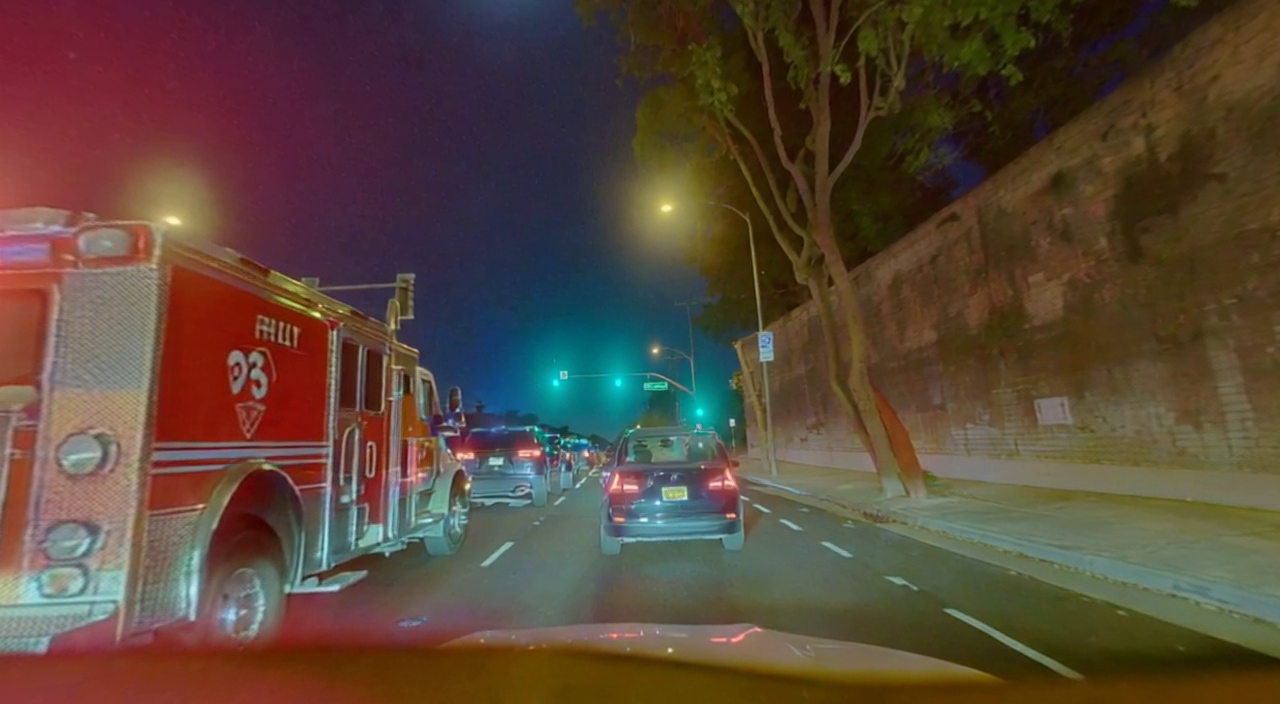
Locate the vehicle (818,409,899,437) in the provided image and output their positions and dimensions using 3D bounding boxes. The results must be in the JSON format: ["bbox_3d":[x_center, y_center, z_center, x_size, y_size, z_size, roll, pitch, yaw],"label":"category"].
[{"bbox_3d":[14.394,4.719,41.713,4.528,1.704,2.073,1,-9,-12],"label":"vehicle"}]

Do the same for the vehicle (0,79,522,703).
[{"bbox_3d":[-3.544,0.714,6.526,3.504,3.426,7.085,0,-6,-2],"label":"vehicle"}]

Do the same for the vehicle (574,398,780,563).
[{"bbox_3d":[0.240,1.807,9.657,2.332,1.831,4.930,0,-8,-4],"label":"vehicle"}]
